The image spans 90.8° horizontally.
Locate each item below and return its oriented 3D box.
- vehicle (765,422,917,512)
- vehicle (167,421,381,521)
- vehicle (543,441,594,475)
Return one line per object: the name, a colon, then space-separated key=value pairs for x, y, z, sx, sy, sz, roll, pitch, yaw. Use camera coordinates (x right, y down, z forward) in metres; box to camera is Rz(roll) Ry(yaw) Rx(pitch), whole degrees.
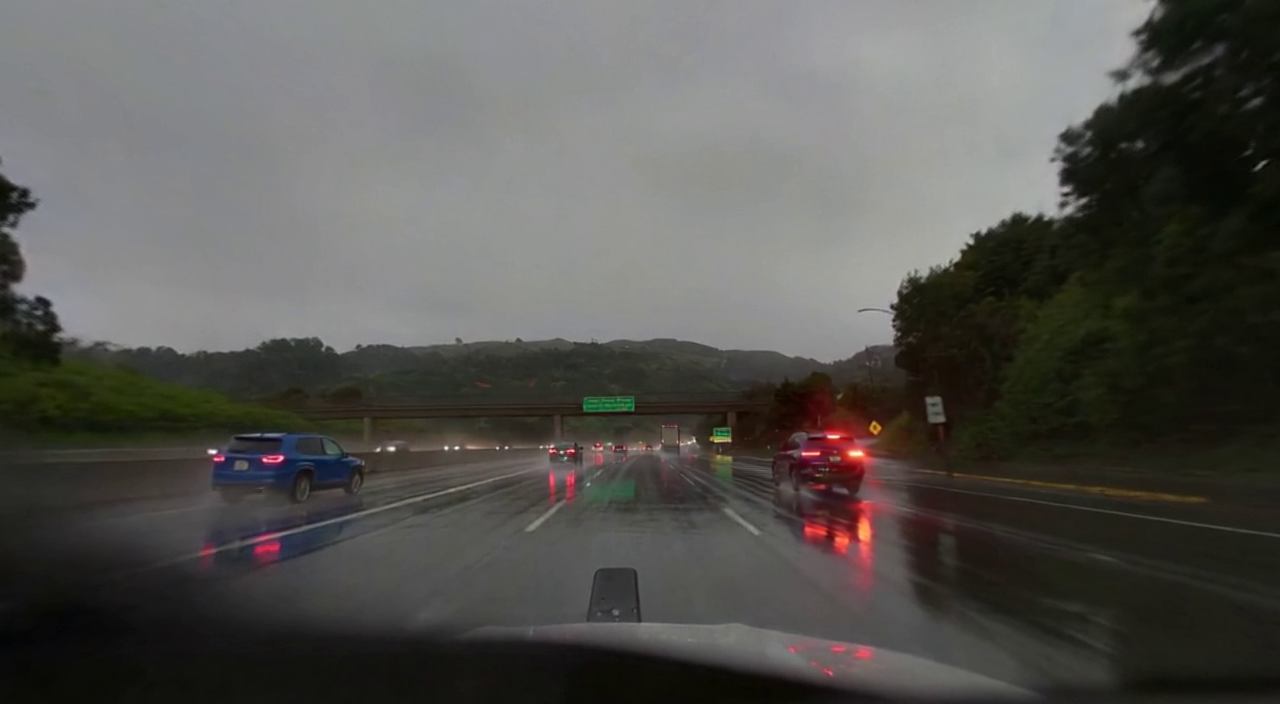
vehicle: x=4.330 y=2.571 z=14.513 sx=1.950 sy=1.719 sz=4.545 roll=0 pitch=-9 yaw=0
vehicle: x=-7.170 y=2.369 z=13.007 sx=1.860 sy=1.694 sz=4.173 roll=0 pitch=-9 yaw=0
vehicle: x=-3.346 y=5.069 z=30.464 sx=1.925 sy=1.509 sz=4.363 roll=0 pitch=-9 yaw=0
